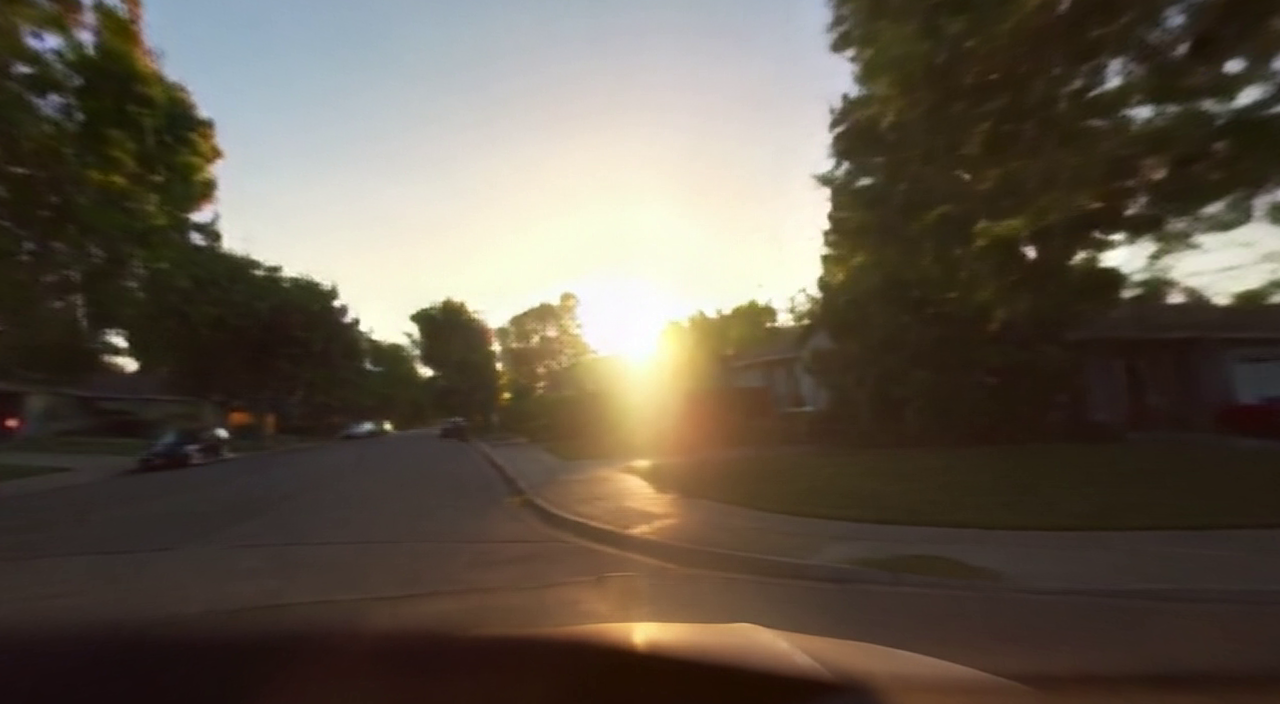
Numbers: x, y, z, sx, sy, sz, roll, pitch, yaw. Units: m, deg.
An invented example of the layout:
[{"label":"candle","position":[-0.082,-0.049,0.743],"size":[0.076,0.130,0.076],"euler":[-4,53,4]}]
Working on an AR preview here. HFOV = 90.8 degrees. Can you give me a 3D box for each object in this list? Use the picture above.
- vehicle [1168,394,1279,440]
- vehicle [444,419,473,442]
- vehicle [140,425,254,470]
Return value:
[{"label":"vehicle","position":[21.240,2.271,21.559],"size":[1.855,1.470,4.531],"euler":[2,-8,-16]},{"label":"vehicle","position":[-14.209,6.172,49.462],"size":[2.018,1.665,4.226],"euler":[2,-8,-16]},{"label":"vehicle","position":[-16.307,3.524,23.557],"size":[1.954,1.490,4.292],"euler":[2,-8,-13]}]
